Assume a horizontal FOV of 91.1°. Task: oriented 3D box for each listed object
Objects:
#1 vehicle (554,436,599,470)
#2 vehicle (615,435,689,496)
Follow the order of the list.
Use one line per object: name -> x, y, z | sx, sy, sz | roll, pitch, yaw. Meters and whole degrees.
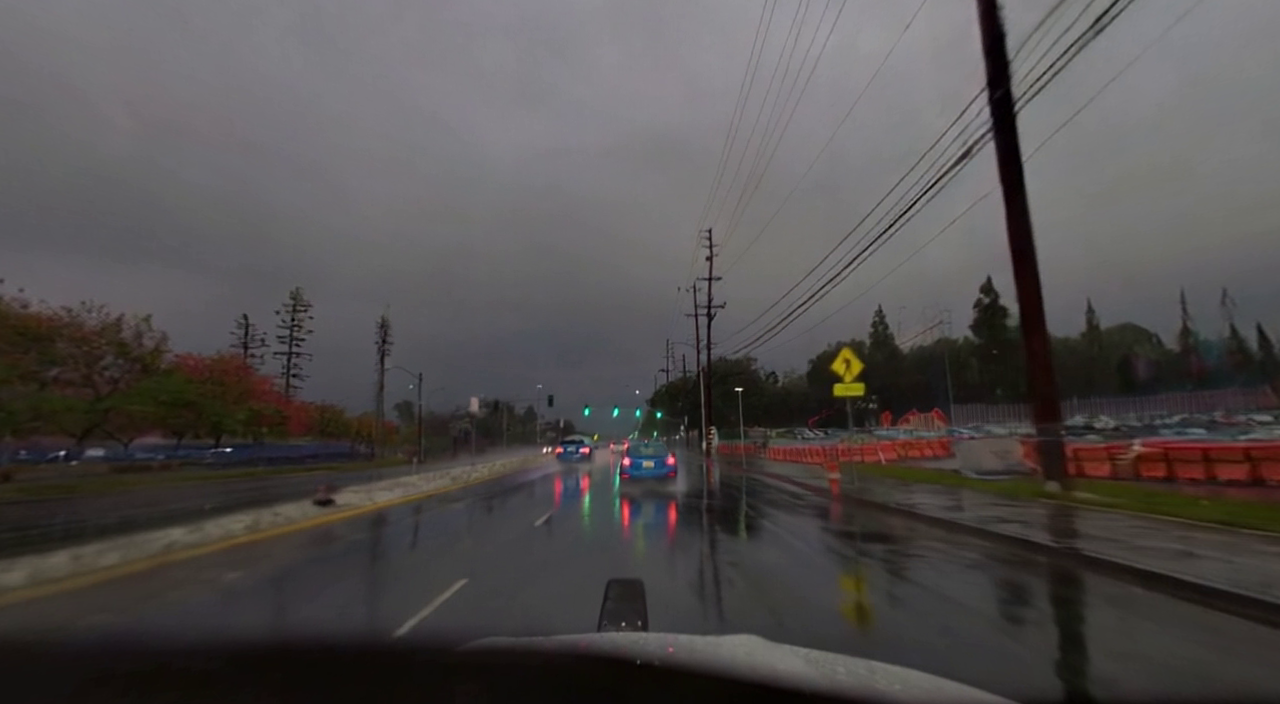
vehicle -> -3.588, 5.815, 36.407 | 2.078, 1.804, 4.387 | 0, -8, 1
vehicle -> 0.324, 3.480, 19.620 | 2.059, 1.691, 3.980 | 0, -8, 0
